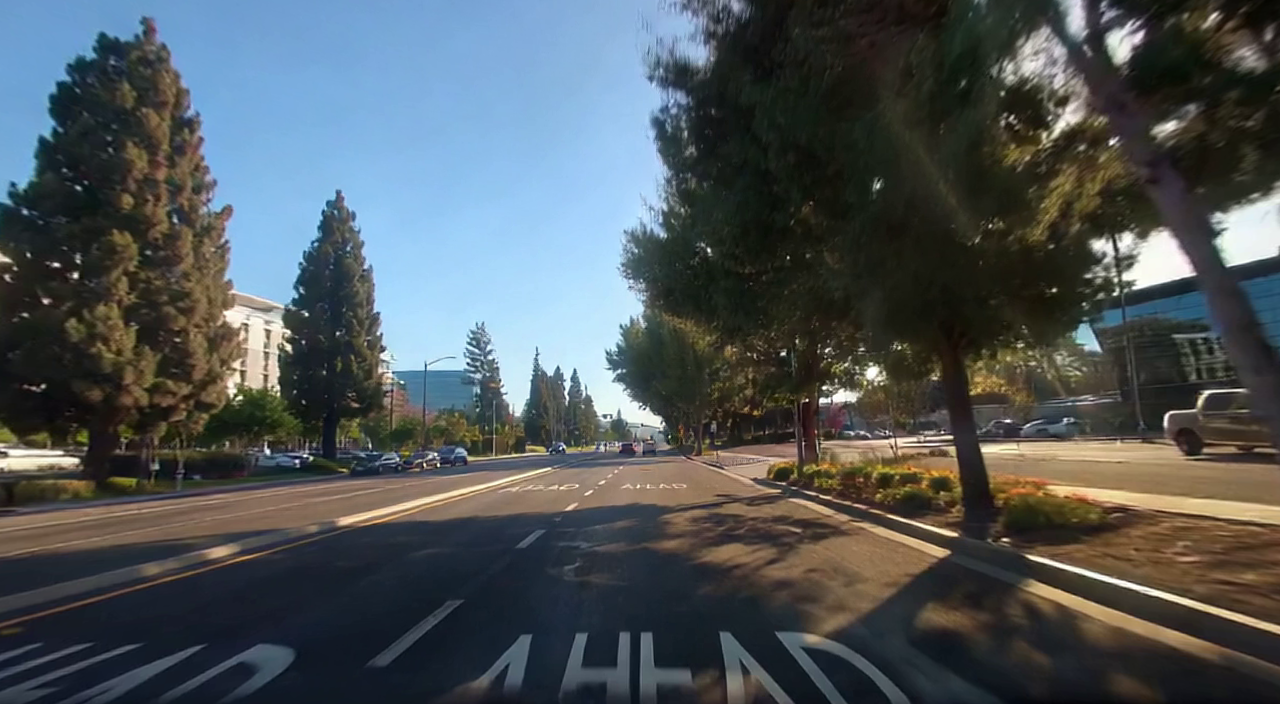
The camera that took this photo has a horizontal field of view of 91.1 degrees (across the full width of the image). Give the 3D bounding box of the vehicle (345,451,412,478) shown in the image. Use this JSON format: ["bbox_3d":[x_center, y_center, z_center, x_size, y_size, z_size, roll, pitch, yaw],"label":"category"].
[{"bbox_3d":[-16.862,7.263,40.780,2.014,1.515,5.027,0,-8,2],"label":"vehicle"}]

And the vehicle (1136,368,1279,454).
[{"bbox_3d":[12.527,1.229,12.374,2.032,1.528,4.191,0,-8,0],"label":"vehicle"}]

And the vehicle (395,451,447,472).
[{"bbox_3d":[-16.894,8.481,48.731,1.955,1.486,5.112,0,-8,3],"label":"vehicle"}]
